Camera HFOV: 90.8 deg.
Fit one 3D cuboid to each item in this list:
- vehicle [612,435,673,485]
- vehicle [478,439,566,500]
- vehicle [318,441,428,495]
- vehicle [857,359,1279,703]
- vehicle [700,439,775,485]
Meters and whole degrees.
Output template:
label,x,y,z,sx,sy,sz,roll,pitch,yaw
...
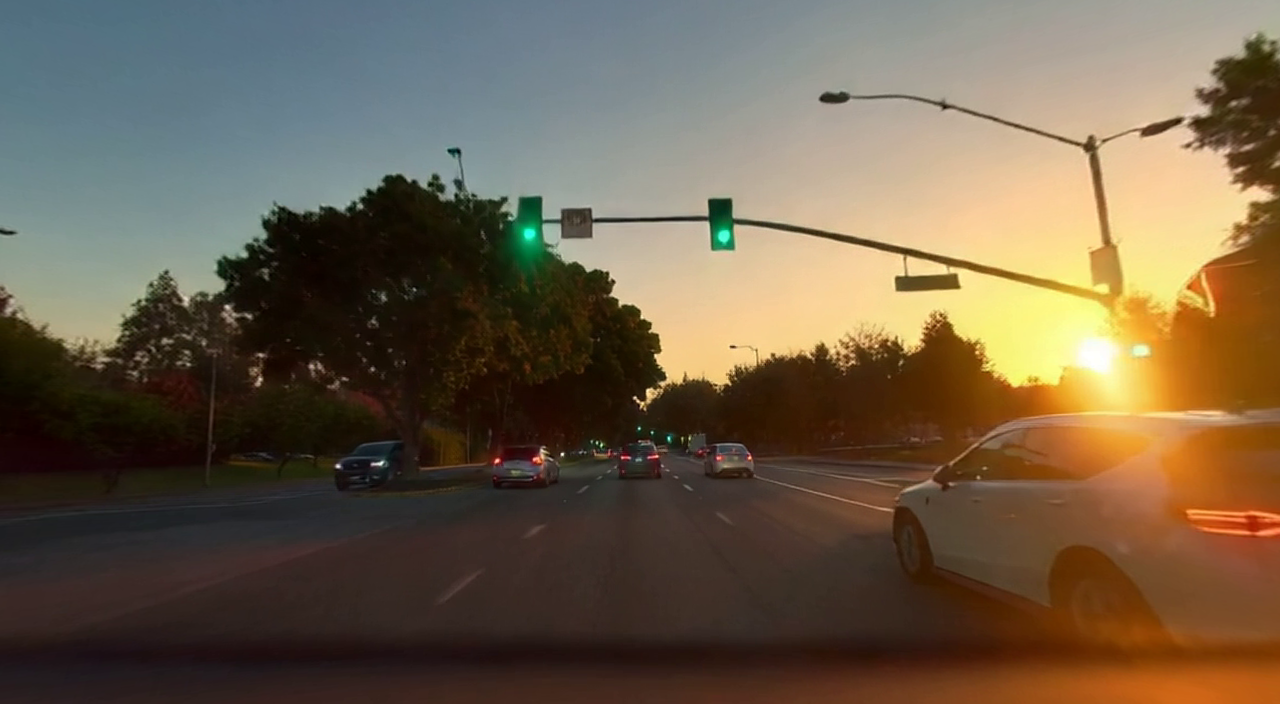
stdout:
label,x,y,z,sx,sy,sz,roll,pitch,yaw
vehicle,0.064,4.128,24.475,2.150,1.725,4.096,0,-8,0
vehicle,-3.400,3.428,18.960,1.823,1.602,4.061,0,-8,0
vehicle,-9.475,4.089,22.865,2.045,1.730,4.375,0,-8,0
vehicle,3.395,1.146,4.427,2.069,1.644,4.714,0,-8,0
vehicle,3.542,4.066,23.688,2.068,1.541,4.041,0,-8,-1
